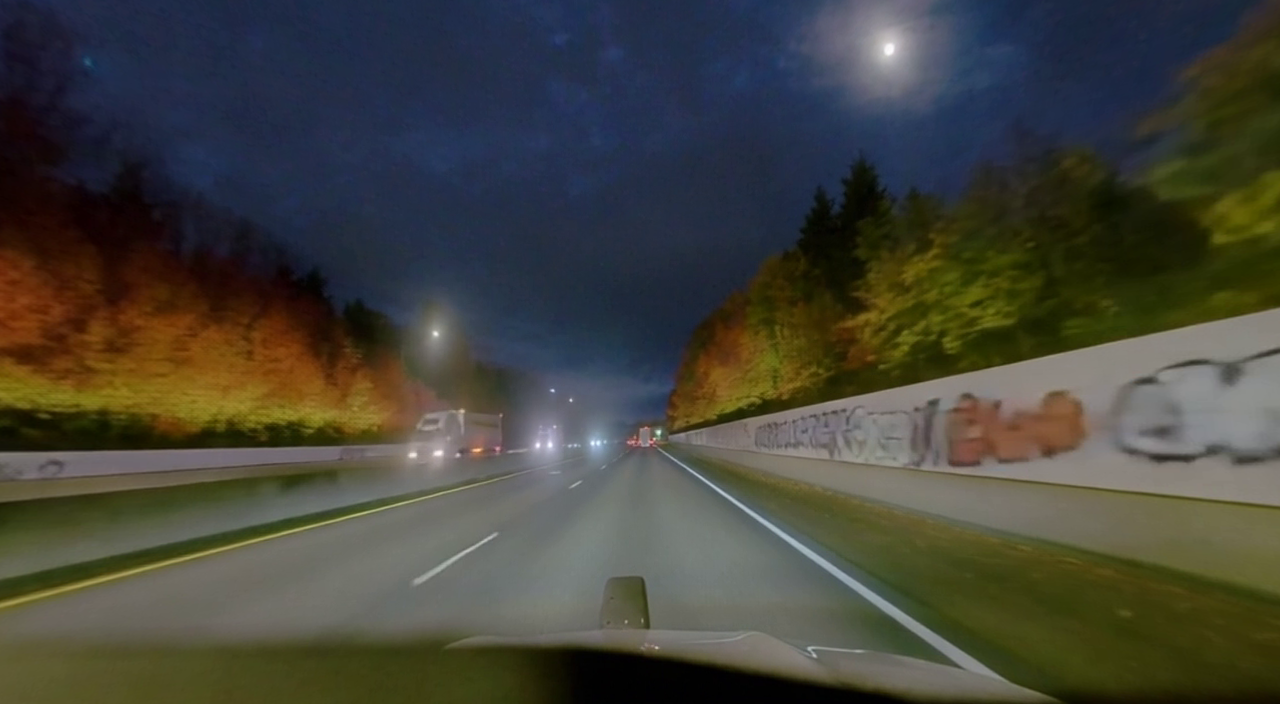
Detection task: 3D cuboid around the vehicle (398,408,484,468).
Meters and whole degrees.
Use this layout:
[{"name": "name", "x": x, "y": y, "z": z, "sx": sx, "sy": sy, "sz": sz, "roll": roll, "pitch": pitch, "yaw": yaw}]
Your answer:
[{"name": "vehicle", "x": -14.520, "y": 6.454, "z": 47.009, "sx": 2.994, "sy": 3.947, "sz": 9.906, "roll": 0, "pitch": -8, "yaw": 1}]
